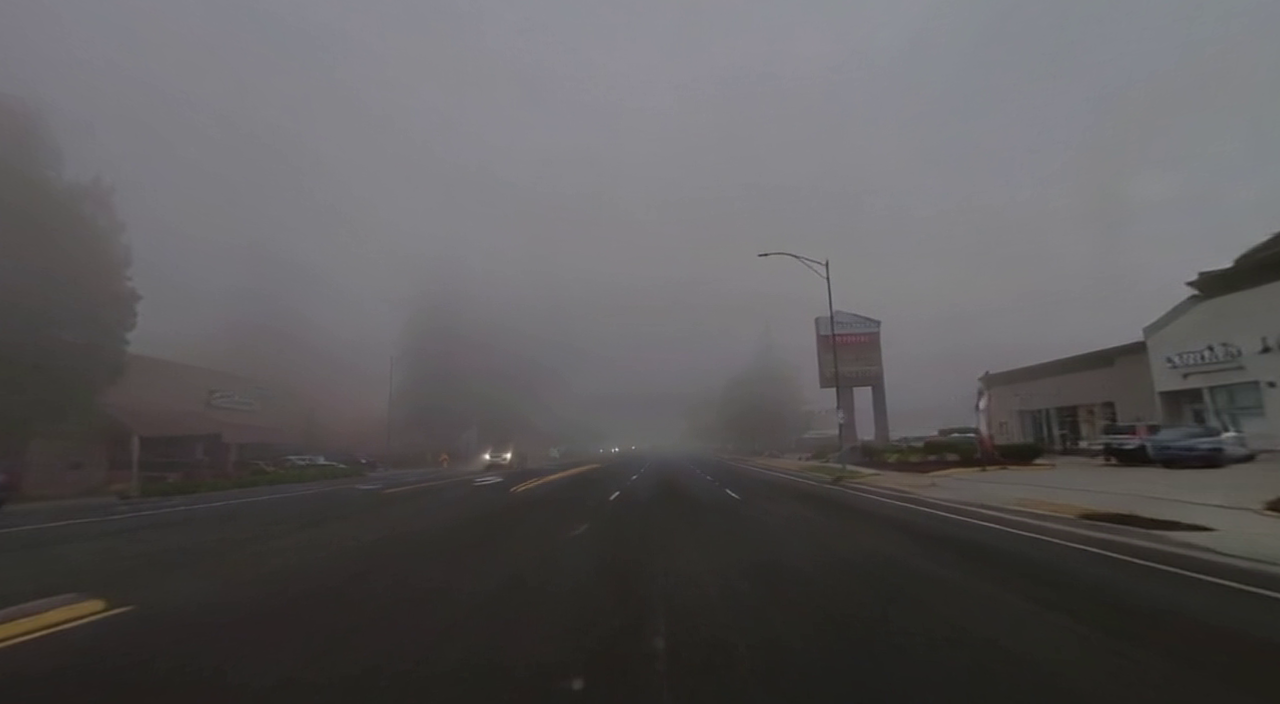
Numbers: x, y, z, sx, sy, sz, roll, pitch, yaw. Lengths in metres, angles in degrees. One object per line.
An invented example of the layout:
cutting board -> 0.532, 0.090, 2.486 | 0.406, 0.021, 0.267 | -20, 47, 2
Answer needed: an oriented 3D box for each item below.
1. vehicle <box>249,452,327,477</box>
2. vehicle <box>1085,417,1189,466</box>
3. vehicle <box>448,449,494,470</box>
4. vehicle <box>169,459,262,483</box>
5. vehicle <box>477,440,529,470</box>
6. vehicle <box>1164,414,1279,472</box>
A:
vehicle -> -26.488, 8.460, 47.627 | 4.620, 1.801, 2.017 | 0, -9, 2
vehicle -> 18.653, 3.387, 23.638 | 4.704, 1.652, 1.948 | 7, -11, -39
vehicle -> -12.527, 8.002, 47.161 | 2.011, 1.499, 4.531 | 0, -9, 2
vehicle -> -27.189, 7.637, 40.577 | 4.553, 1.445, 1.942 | 0, -9, 1
vehicle -> -9.088, 6.918, 42.448 | 2.157, 1.883, 5.286 | 0, -9, 2
vehicle -> 18.427, 2.894, 19.930 | 4.277, 1.605, 1.920 | 7, -11, -38
